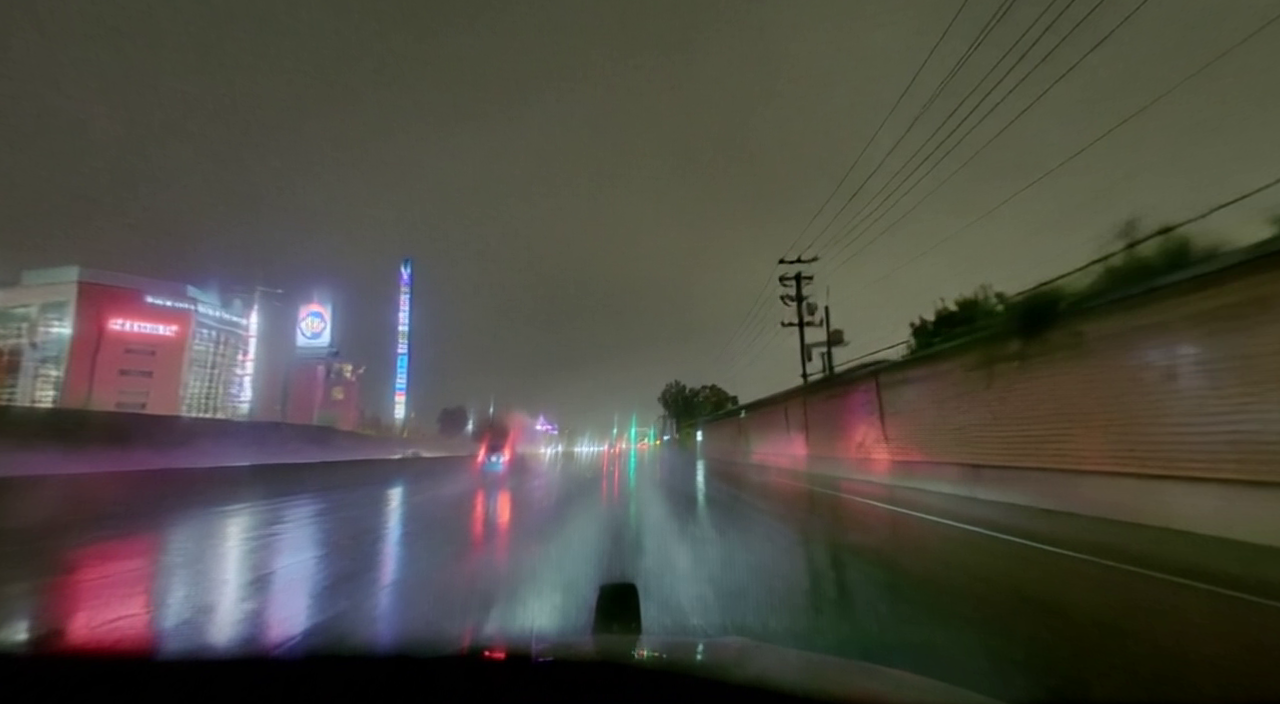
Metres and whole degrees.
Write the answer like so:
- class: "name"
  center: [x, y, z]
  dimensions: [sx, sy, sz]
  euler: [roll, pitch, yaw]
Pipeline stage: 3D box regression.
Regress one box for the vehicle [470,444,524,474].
- class: "vehicle"
  center: [-7.837, 5.889, 35.023]
  dimensions: [2.013, 1.574, 3.923]
  euler: [0, -8, 0]
